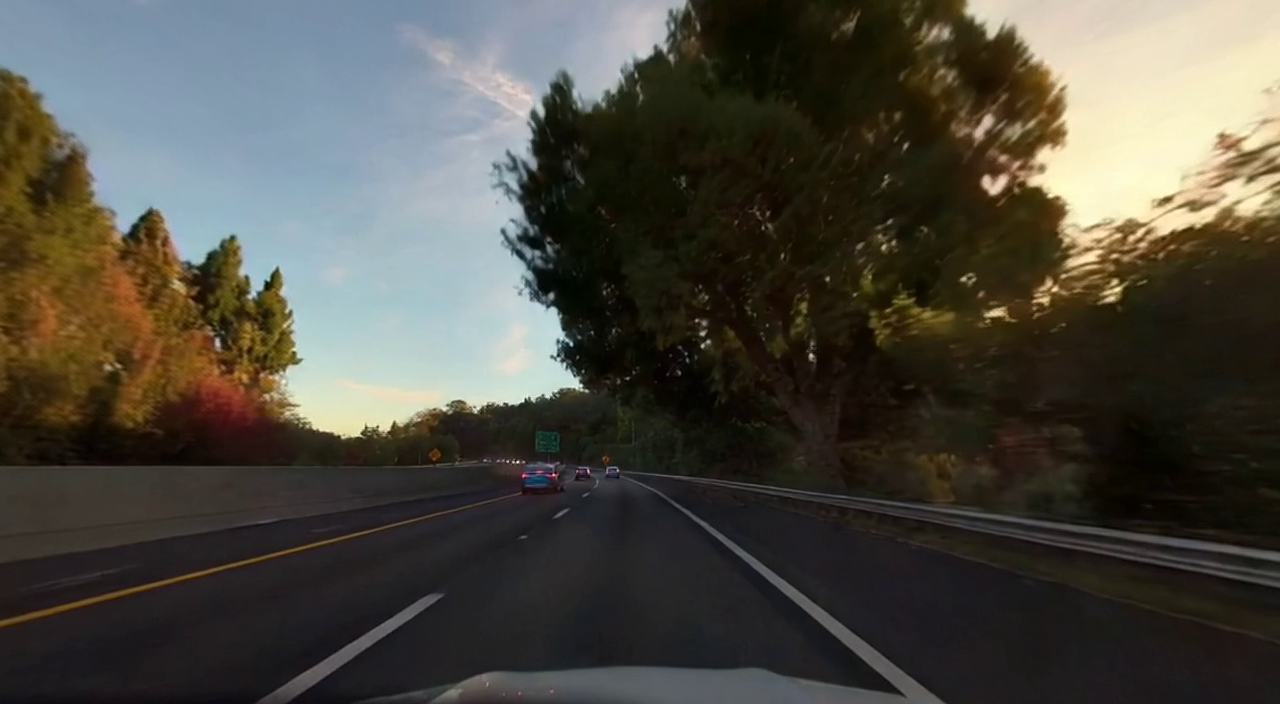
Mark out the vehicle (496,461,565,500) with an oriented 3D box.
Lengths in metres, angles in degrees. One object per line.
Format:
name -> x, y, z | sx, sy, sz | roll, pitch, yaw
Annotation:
vehicle -> -4.907, 5.864, 28.961 | 2.328, 1.559, 5.041 | 1, -11, -1
